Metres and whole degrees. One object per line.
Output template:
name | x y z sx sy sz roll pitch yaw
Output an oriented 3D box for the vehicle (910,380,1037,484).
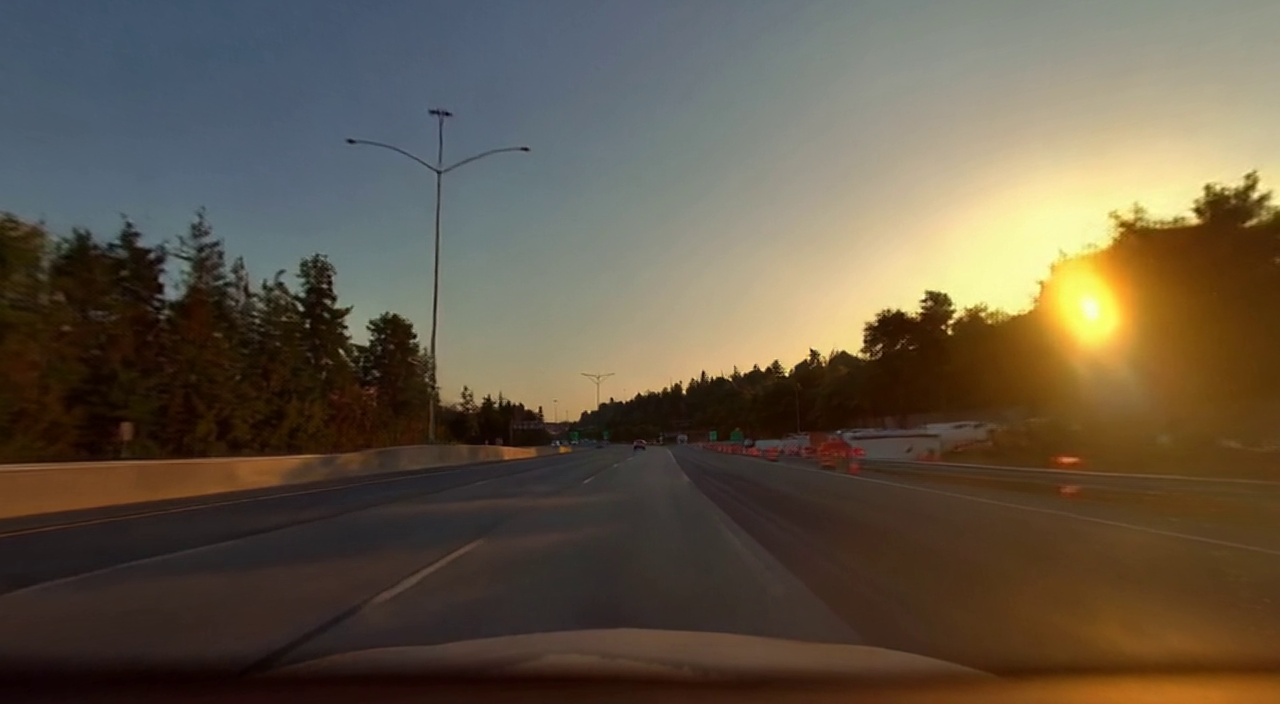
vehicle | 12.549 3.086 24.068 2.772 3.642 3.493 0 -9 1
